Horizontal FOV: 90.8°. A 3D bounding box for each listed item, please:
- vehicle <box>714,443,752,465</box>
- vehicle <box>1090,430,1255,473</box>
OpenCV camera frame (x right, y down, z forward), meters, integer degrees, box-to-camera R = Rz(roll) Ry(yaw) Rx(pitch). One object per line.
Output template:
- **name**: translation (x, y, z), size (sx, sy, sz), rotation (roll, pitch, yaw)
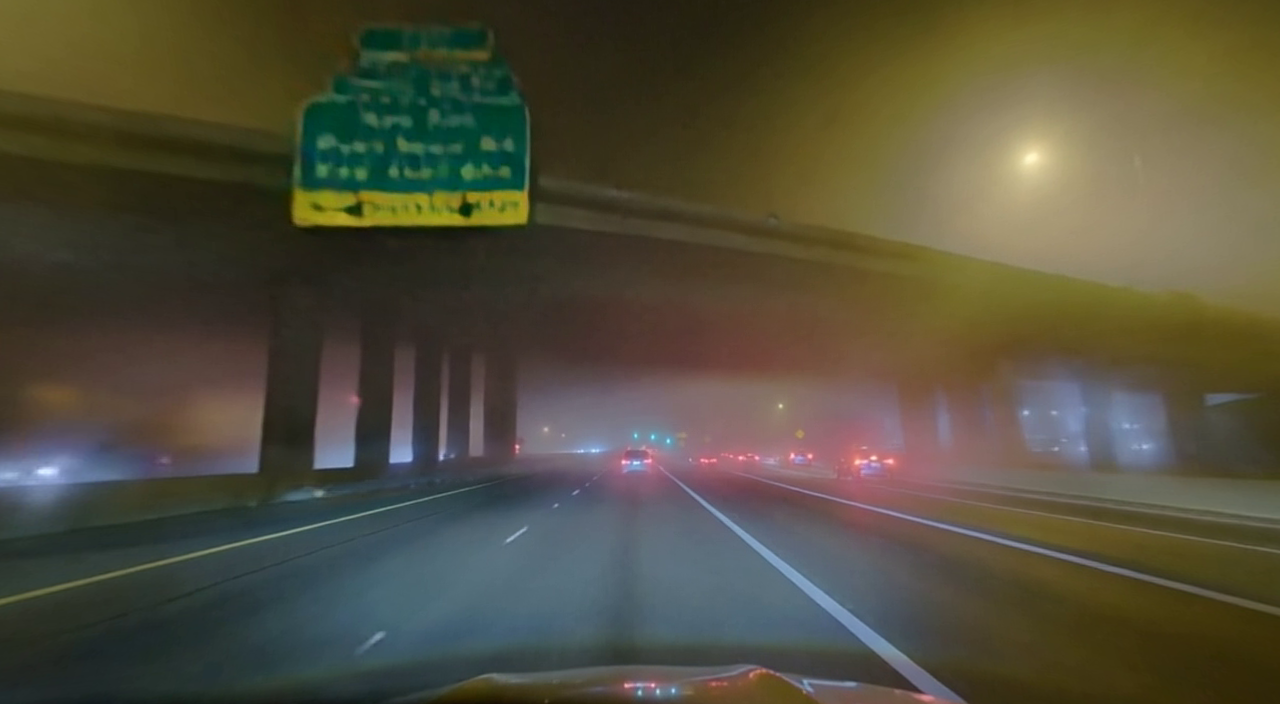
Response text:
- **vehicle**: translation (6.936, 7.640, 47.505), size (2.075, 1.611, 4.421), rotation (0, -8, -1)
- **vehicle**: translation (20.468, 3.854, 24.667), size (1.821, 1.479, 5.004), rotation (1, -8, -5)
